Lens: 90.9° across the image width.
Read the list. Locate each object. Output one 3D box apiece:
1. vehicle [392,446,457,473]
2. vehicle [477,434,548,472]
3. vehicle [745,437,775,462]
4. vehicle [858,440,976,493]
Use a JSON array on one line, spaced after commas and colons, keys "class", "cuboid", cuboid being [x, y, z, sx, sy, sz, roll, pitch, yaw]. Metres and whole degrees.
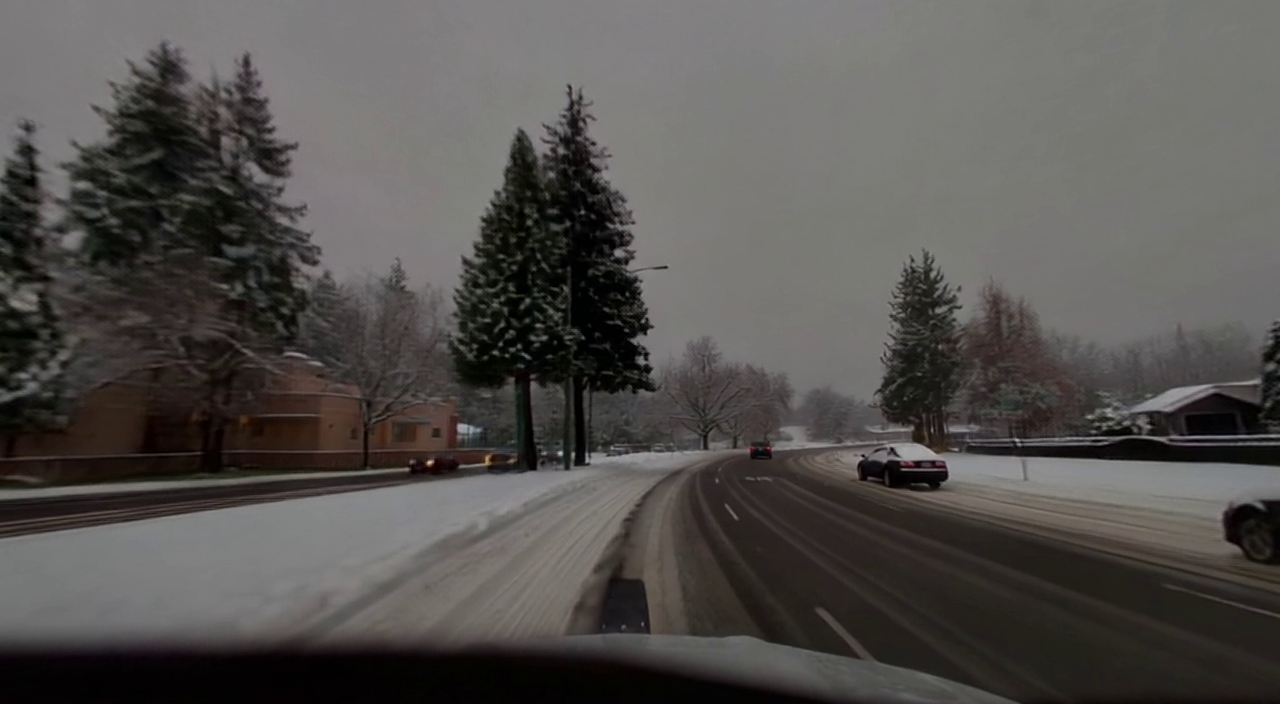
[{"class": "vehicle", "cuboid": [-12.874, 6.415, 37.963, 1.893, 1.474, 4.375, -1, -8, 8]}, {"class": "vehicle", "cuboid": [-6.782, 5.426, 34.146, 2.137, 1.828, 5.202, -1, -8, 8]}, {"class": "vehicle", "cuboid": [8.581, 6.971, 45.167, 1.991, 1.684, 4.127, -2, -8, 10]}, {"class": "vehicle", "cuboid": [8.343, 3.454, 19.477, 1.855, 1.444, 4.389, -1, -8, 3]}]
